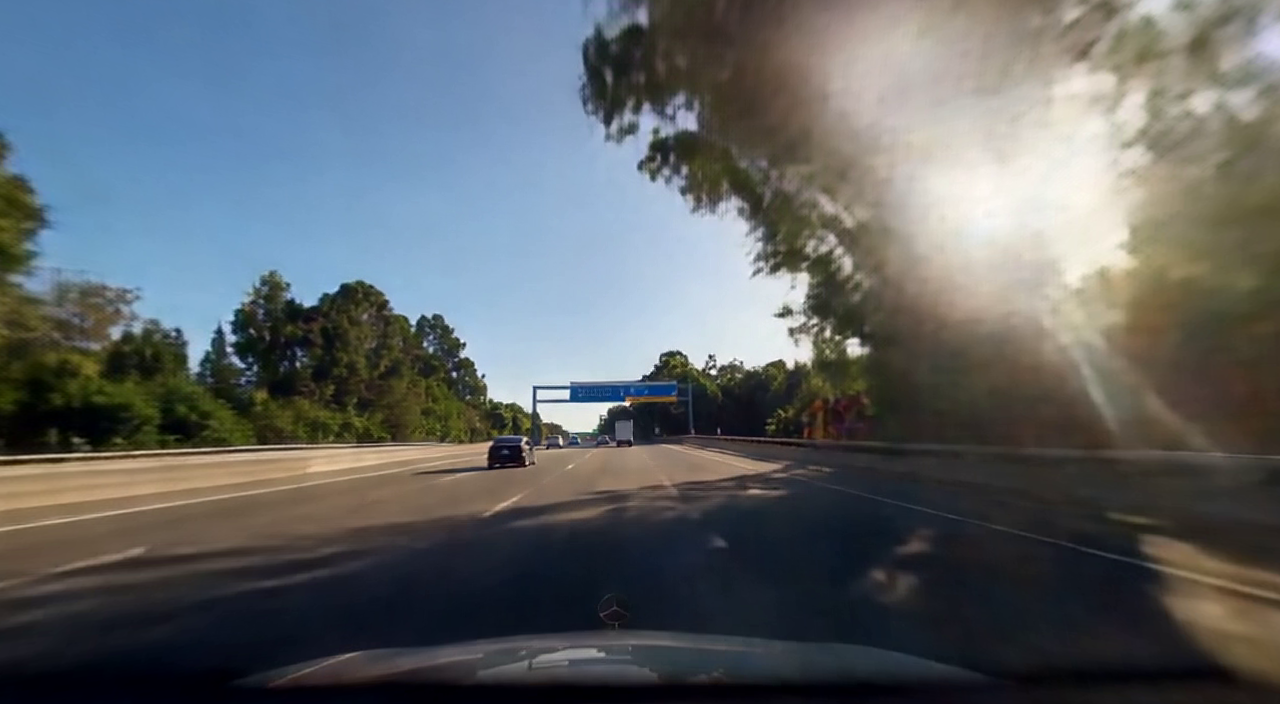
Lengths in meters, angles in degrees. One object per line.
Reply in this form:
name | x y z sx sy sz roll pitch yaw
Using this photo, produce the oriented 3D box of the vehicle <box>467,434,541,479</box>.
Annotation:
vehicle | -4.856 3.748 22.948 1.912 1.495 3.703 0 -8 -1
